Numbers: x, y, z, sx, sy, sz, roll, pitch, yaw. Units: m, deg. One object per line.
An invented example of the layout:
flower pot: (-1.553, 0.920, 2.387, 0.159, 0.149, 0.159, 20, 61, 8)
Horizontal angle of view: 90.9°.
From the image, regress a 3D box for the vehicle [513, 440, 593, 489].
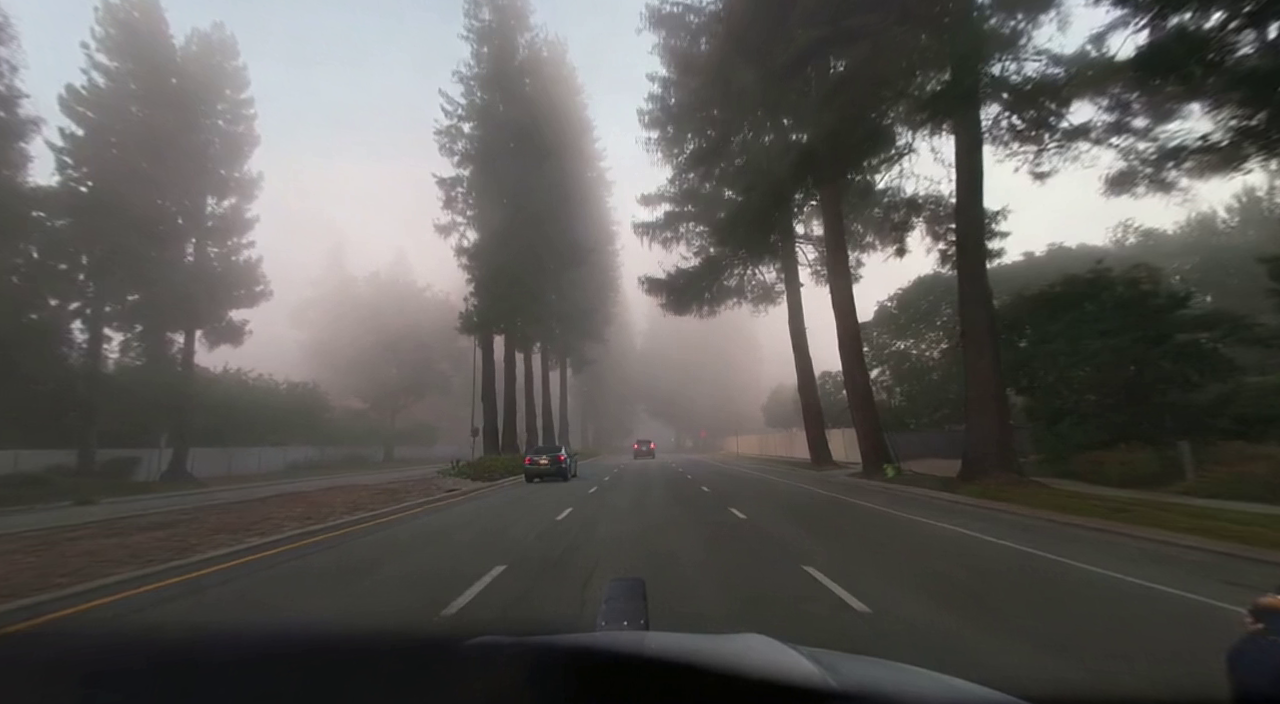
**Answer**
vehicle: (-2.802, 3.744, 21.329, 2.021, 1.466, 4.330, 0, -9, 1)
